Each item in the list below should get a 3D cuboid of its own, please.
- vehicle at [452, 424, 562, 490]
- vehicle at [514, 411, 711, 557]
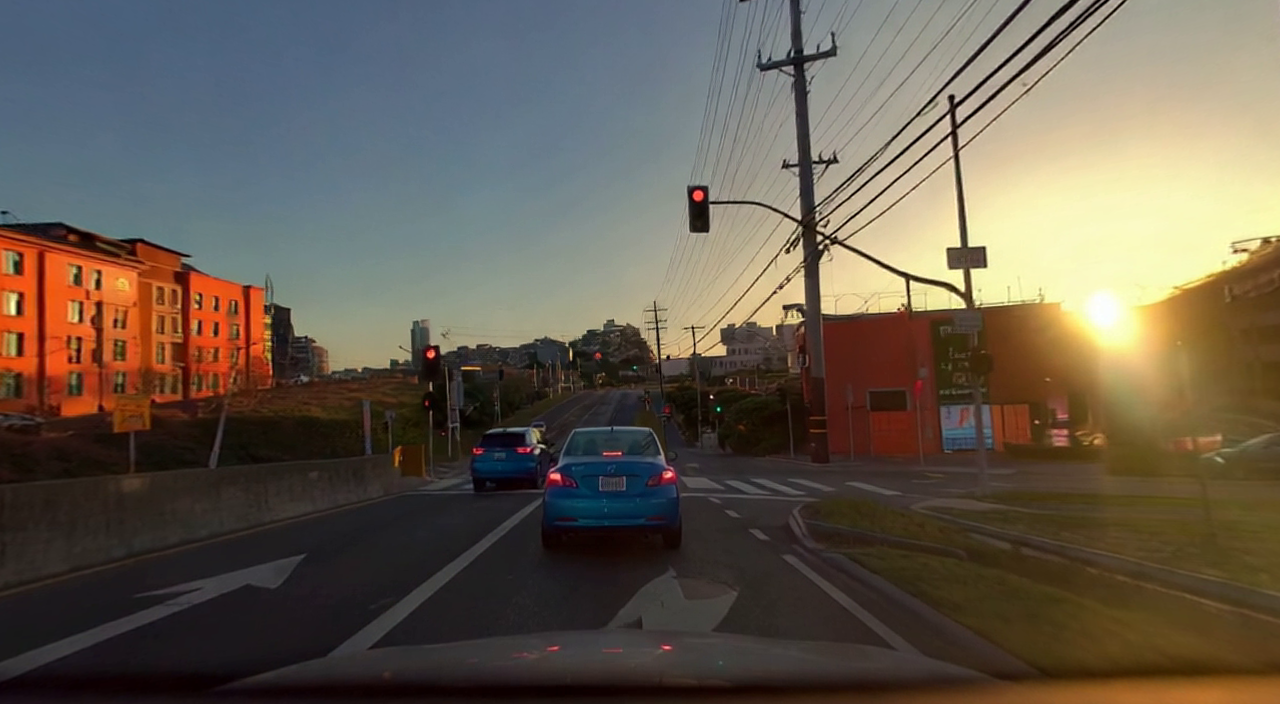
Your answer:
[{"bbox_3d":[-3.485,2.821,17.389,2.097,1.573,4.284,0,-8,0],"label":"vehicle"},{"bbox_3d":[-0.294,1.685,8.721,2.123,1.566,3.662,0,-8,0],"label":"vehicle"}]
